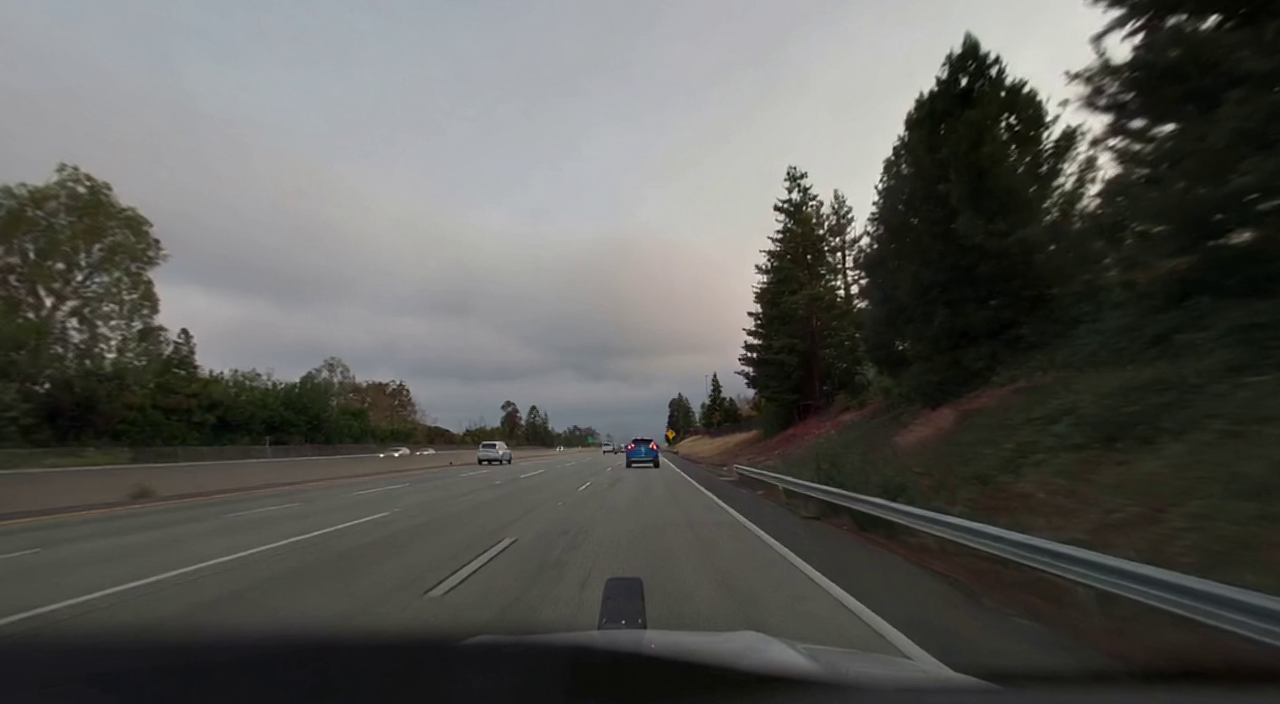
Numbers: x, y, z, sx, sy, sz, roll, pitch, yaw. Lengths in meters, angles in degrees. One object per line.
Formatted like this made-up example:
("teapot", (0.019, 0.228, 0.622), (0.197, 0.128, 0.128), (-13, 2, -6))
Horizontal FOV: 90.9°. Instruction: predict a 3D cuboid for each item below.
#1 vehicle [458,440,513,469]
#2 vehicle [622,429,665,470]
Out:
("vehicle", (-9.860, 6.573, 40.728), (2.204, 1.770, 5.016), (0, -8, 1))
("vehicle", (0.186, 5.583, 36.160), (2.318, 2.145, 4.561), (0, -8, 0))
